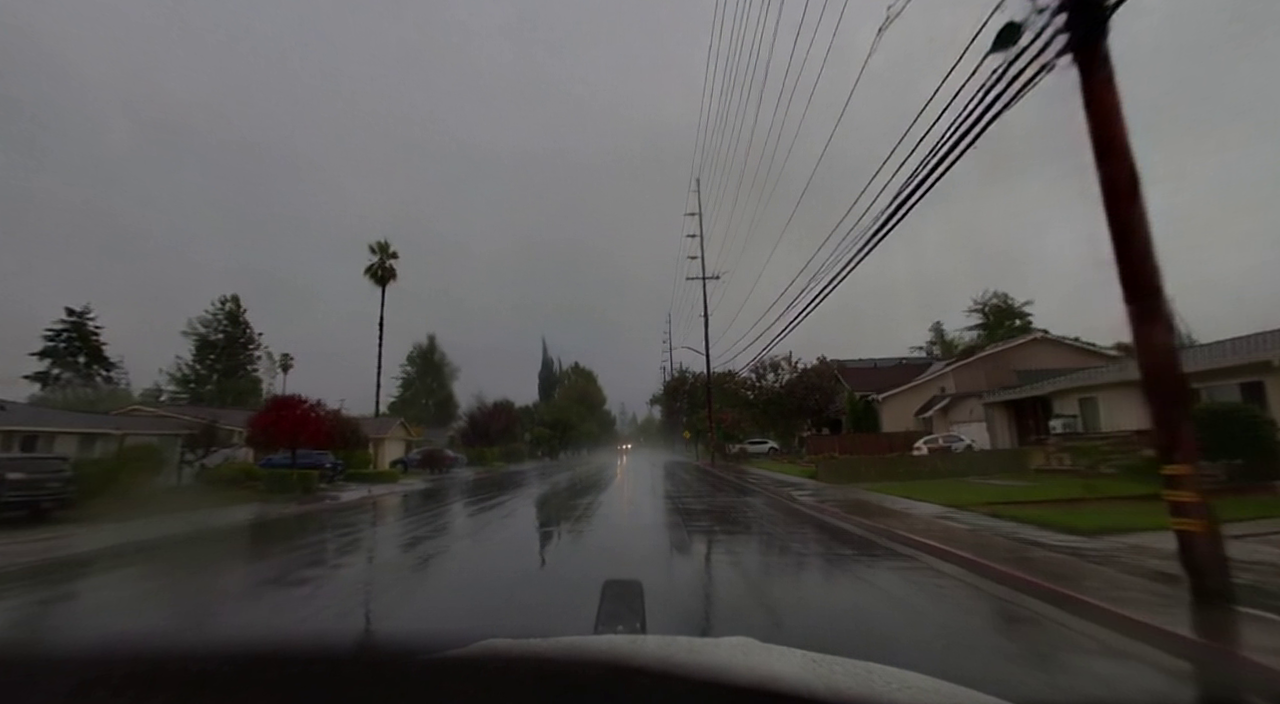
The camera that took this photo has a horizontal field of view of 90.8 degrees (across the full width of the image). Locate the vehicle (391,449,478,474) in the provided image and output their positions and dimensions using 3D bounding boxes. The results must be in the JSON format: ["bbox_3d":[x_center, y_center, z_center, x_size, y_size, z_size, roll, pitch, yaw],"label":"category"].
[{"bbox_3d":[-12.753,6.812,39.334,4.718,1.454,1.843,-1,-8,6],"label":"vehicle"}]

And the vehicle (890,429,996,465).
[{"bbox_3d":[14.506,4.570,30.431,4.078,1.516,1.798,-3,-9,2],"label":"vehicle"}]

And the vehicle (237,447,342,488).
[{"bbox_3d":[-15.307,5.043,27.990,1.816,1.614,4.866,0,-8,1],"label":"vehicle"}]
